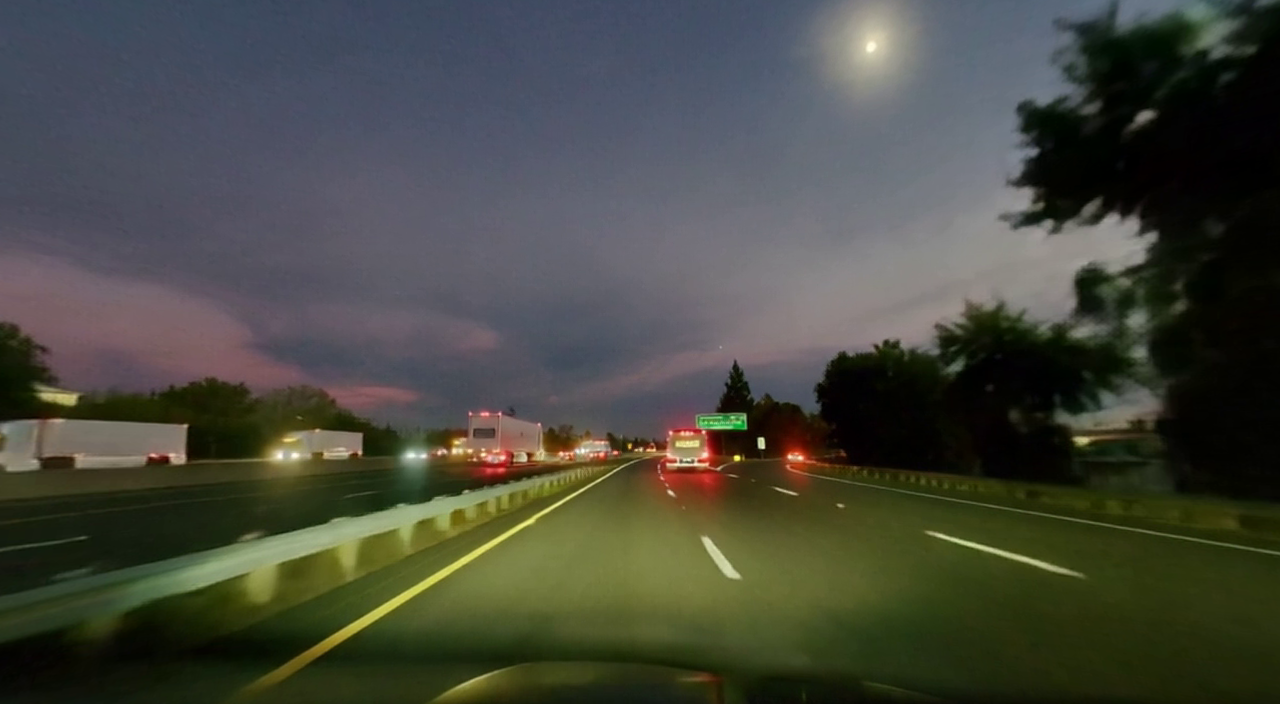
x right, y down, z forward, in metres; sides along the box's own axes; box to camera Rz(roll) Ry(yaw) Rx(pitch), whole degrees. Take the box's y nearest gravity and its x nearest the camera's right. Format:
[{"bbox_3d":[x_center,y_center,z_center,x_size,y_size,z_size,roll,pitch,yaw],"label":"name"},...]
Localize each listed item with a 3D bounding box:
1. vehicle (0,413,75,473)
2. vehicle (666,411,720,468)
[{"bbox_3d":[-43.404,6.298,43.481,2.885,3.858,6.032,-1,-9,3],"label":"vehicle"},{"bbox_3d":[3.677,6.634,47.259,2.928,3.595,13.975,0,-9,0],"label":"vehicle"}]
